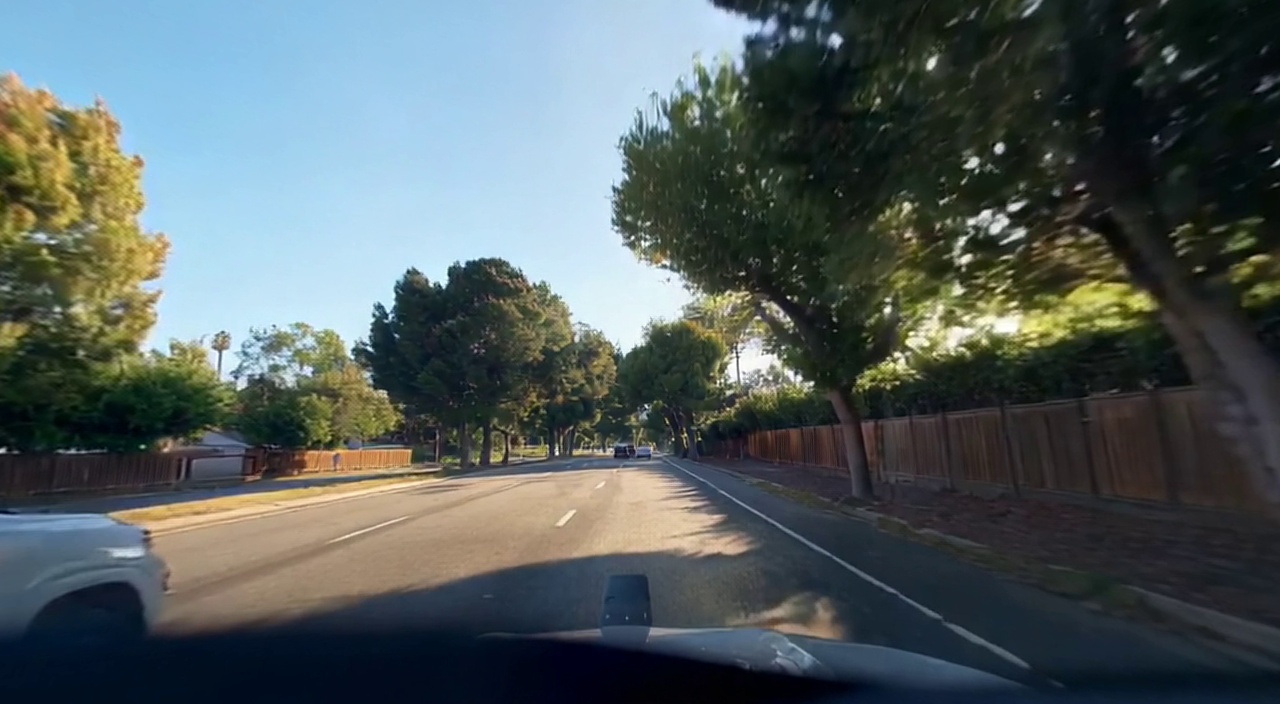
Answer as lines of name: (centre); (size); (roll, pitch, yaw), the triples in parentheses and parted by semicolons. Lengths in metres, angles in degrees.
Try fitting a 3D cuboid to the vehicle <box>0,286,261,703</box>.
vehicle: (-3.246, 0.572, 1.127); (2.160, 1.855, 4.695); (0, -8, 0)
